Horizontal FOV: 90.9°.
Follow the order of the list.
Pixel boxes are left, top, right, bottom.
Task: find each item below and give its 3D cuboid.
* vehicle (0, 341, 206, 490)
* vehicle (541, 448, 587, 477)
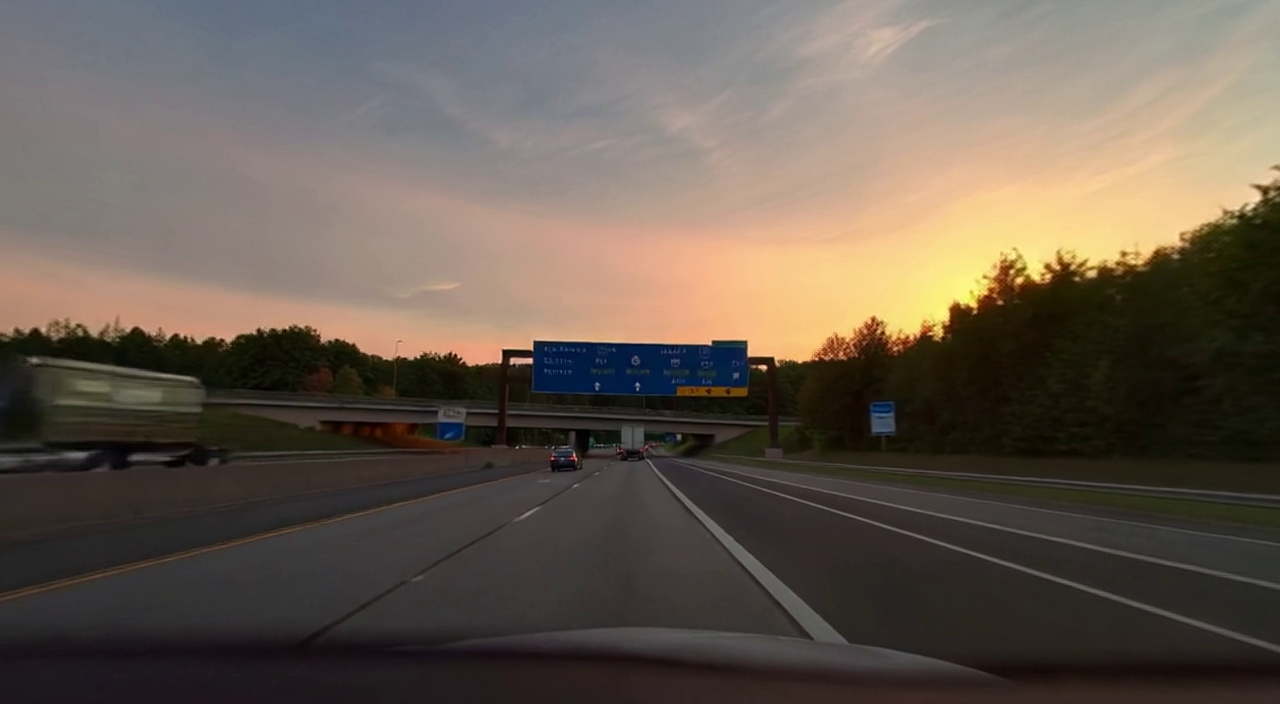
[{"bbox_3d":[-16.714,1.938,17.718,2.946,3.523,8.294,0,-9,0],"label":"vehicle"},{"bbox_3d":[-4.201,6.210,35.645,2.042,1.526,4.516,0,-9,0],"label":"vehicle"}]
